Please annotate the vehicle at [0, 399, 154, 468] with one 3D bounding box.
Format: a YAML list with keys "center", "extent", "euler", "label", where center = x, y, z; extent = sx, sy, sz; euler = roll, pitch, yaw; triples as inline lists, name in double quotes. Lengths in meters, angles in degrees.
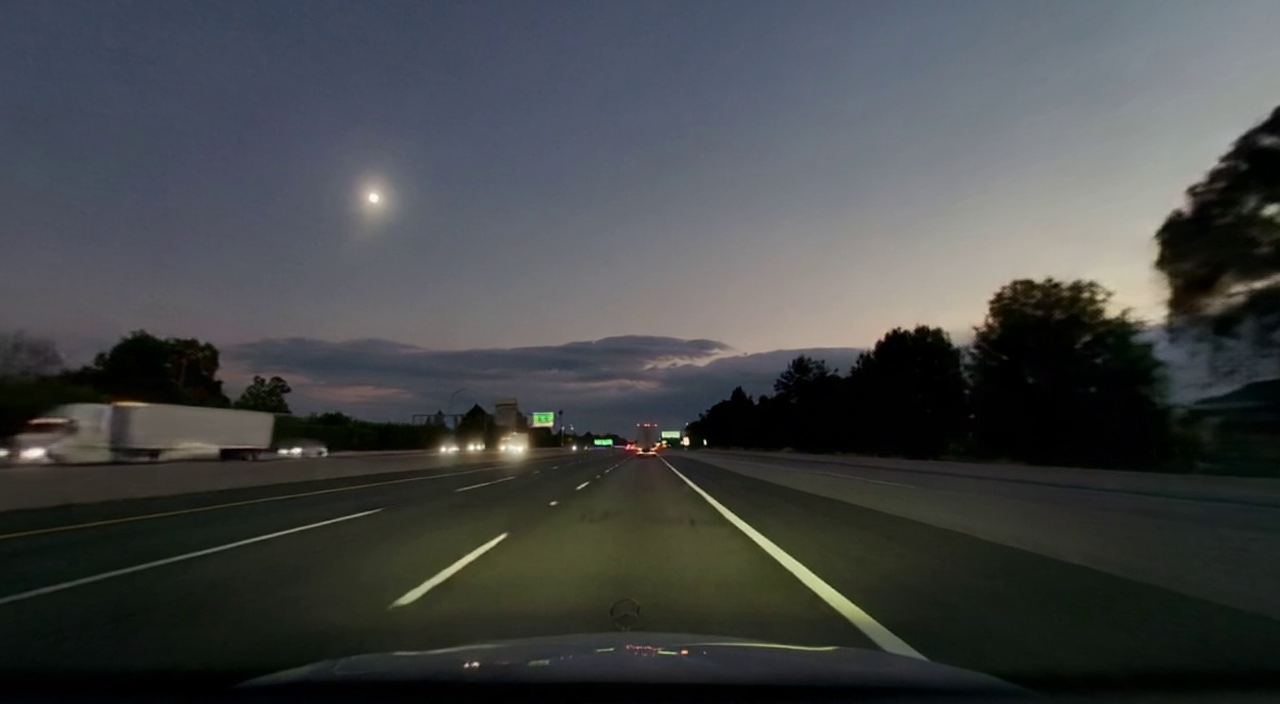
- center: [-35.521, 5.256, 40.068]
  extent: [2.999, 4.001, 7.123]
  euler: [0, -8, 1]
  label: "vehicle"

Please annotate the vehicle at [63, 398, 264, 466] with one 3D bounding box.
- center: [-35.417, 6.312, 48.341]
  extent: [2.887, 4.356, 15.809]
  euler: [0, -8, 1]
  label: "vehicle"
